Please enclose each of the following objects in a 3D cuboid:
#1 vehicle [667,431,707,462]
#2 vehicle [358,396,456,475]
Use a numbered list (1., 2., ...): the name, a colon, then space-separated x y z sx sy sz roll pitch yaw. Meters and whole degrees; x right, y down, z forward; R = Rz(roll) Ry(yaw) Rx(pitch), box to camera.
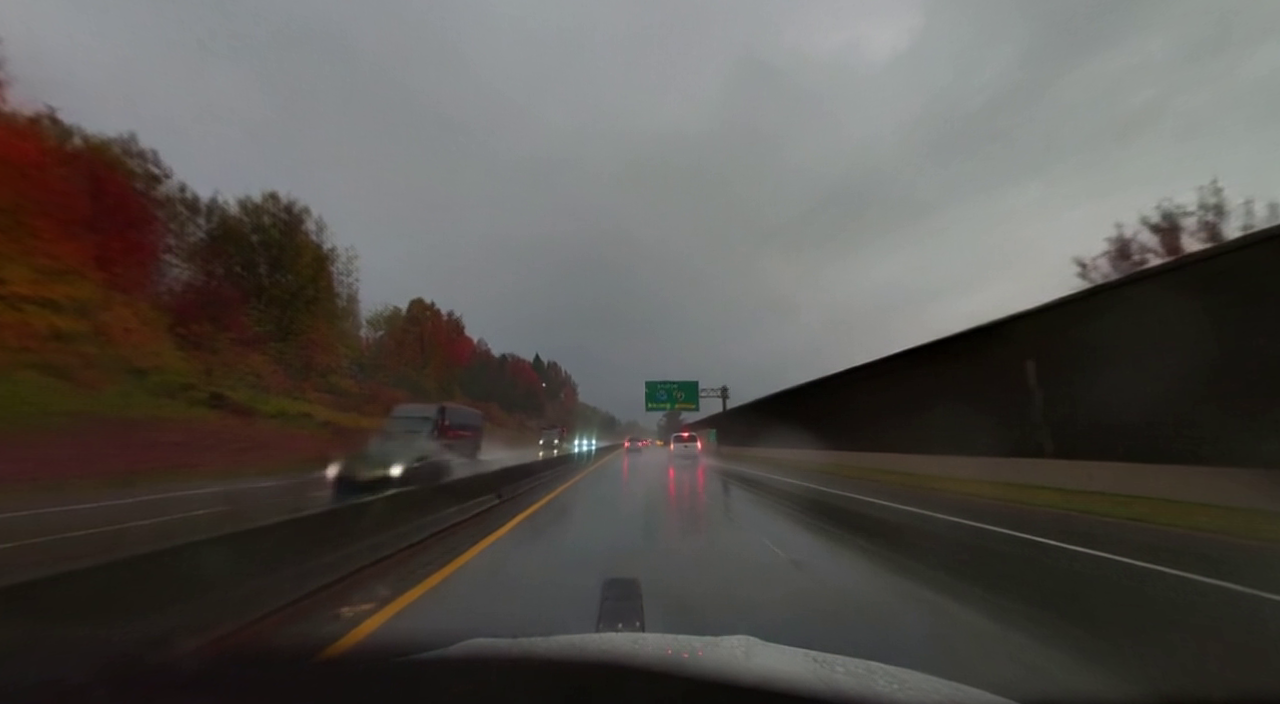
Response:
1. vehicle: 3.276 6.719 45.034 2.393 2.072 4.958 0 -8 -1
2. vehicle: -12.524 4.602 34.518 2.981 3.904 6.030 1 -8 0
